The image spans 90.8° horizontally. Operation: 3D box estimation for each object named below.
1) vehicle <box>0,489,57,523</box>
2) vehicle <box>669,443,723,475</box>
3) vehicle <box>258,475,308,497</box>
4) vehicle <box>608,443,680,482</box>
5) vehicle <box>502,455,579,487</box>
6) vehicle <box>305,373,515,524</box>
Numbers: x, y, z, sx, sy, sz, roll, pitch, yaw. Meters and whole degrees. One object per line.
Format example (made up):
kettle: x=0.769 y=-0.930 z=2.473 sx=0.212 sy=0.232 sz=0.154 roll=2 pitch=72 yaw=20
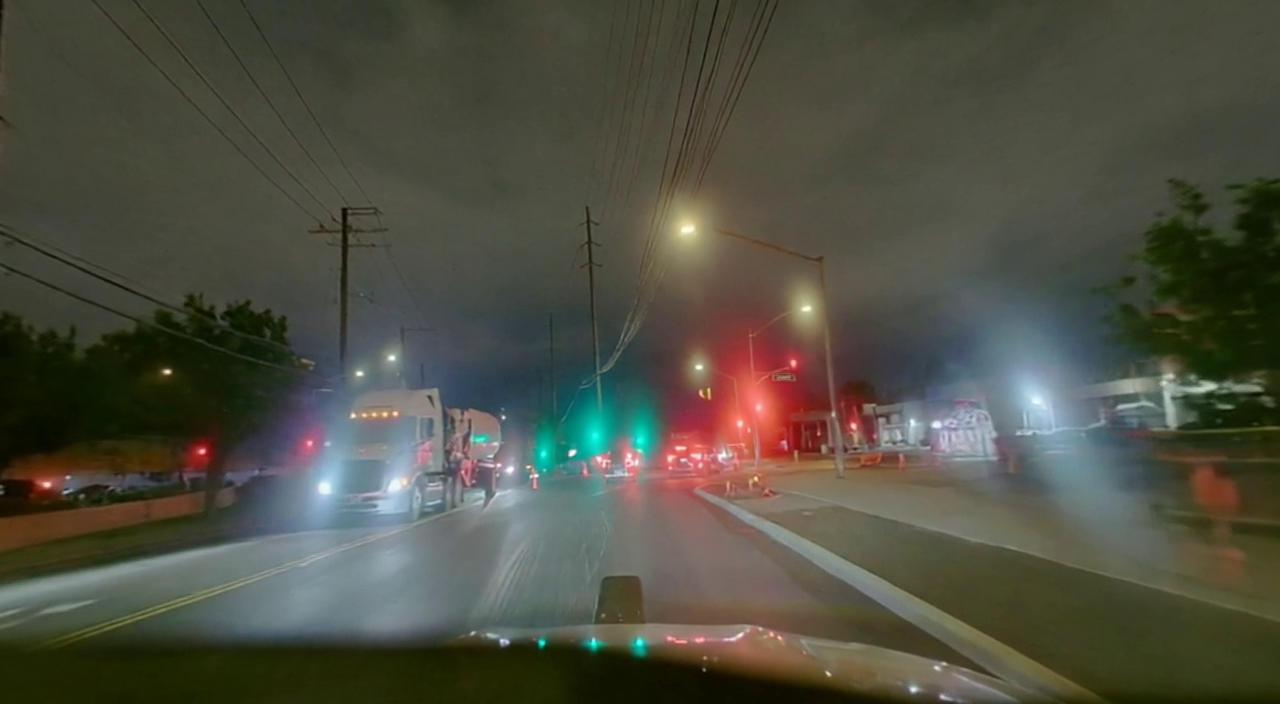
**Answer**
vehicle: x=-33.945 y=8.239 z=33.562 sx=4.180 sy=1.547 sz=1.913 roll=-4 pitch=-8 yaw=4
vehicle: x=3.746 y=6.929 z=41.272 sx=2.206 sy=1.911 sz=5.548 roll=-3 pitch=-9 yaw=19
vehicle: x=-26.282 y=9.868 z=46.615 sx=1.817 sy=1.456 sz=4.079 roll=0 pitch=-11 yaw=-9
vehicle: x=0.313 y=5.729 z=33.059 sx=2.256 sy=1.859 sz=5.118 roll=-3 pitch=-9 yaw=19
vehicle: x=-5.340 y=6.465 z=34.639 sx=2.103 sy=1.526 sz=4.743 roll=-3 pitch=-9 yaw=20
vehicle: x=-6.902 y=3.266 z=21.570 sx=3.007 sy=3.800 sz=11.011 roll=0 pitch=-9 yaw=0
